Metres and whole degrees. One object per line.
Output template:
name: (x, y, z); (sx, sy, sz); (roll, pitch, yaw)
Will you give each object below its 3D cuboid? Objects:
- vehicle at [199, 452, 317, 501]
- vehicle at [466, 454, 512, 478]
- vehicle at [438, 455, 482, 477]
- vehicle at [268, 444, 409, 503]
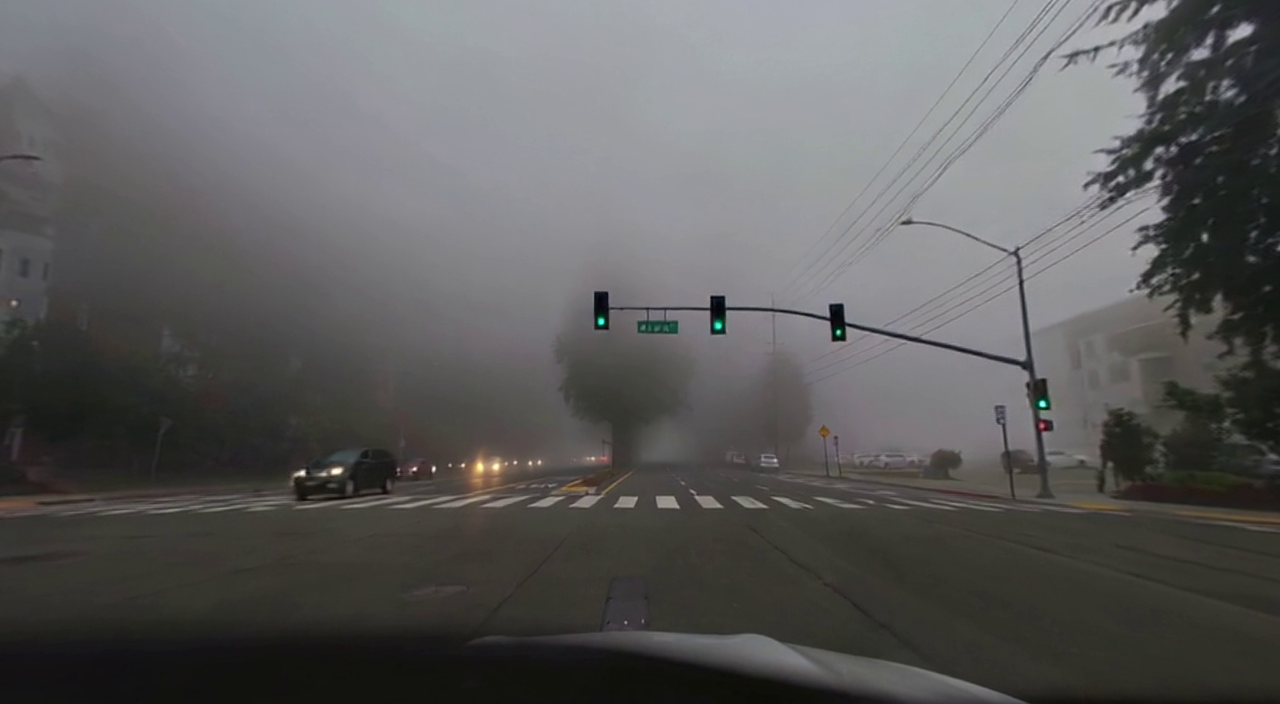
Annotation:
vehicle: (-14.033, 4.564, 23.442); (1.783, 1.592, 3.978); (0, -8, 1)
vehicle: (-10.014, 7.571, 42.141); (1.899, 1.464, 4.418); (0, -8, 2)
vehicle: (-13.556, 8.610, 47.707); (1.902, 1.470, 4.678); (0, -8, 1)
vehicle: (-10.575, 4.254, 22.734); (2.249, 1.825, 5.378); (0, -8, 2)
